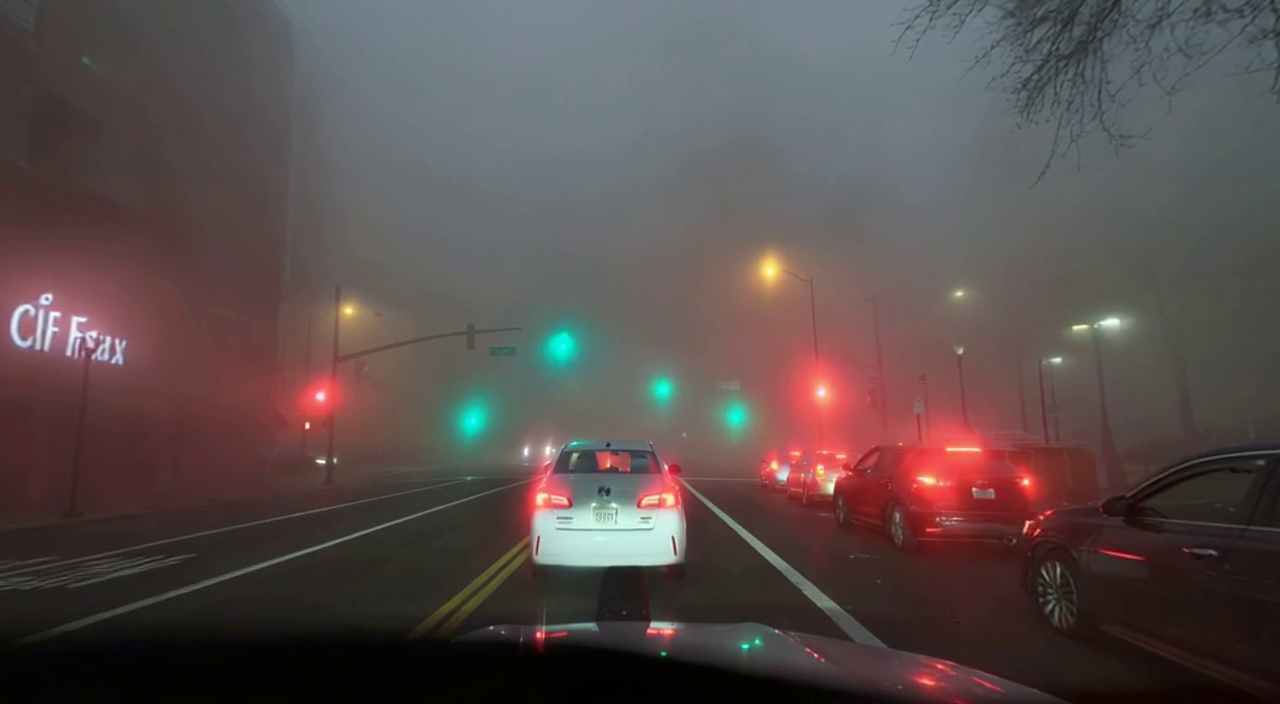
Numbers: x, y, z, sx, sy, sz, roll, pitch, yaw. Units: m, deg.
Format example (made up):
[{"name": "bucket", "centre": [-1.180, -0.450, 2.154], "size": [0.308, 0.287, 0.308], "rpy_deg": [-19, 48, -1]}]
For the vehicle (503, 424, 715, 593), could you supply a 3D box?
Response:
[{"name": "vehicle", "centre": [-0.310, 1.678, 7.565], "size": [1.888, 1.489, 3.703], "rpy_deg": [0, -8, -1]}]

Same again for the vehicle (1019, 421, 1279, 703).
[{"name": "vehicle", "centre": [3.178, 0.827, 1.107], "size": [2.006, 1.496, 4.767], "rpy_deg": [0, -9, -1]}]

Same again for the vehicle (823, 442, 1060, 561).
[{"name": "vehicle", "centre": [4.576, 2.279, 10.522], "size": [1.912, 1.505, 4.618], "rpy_deg": [-1, -8, 3]}]
